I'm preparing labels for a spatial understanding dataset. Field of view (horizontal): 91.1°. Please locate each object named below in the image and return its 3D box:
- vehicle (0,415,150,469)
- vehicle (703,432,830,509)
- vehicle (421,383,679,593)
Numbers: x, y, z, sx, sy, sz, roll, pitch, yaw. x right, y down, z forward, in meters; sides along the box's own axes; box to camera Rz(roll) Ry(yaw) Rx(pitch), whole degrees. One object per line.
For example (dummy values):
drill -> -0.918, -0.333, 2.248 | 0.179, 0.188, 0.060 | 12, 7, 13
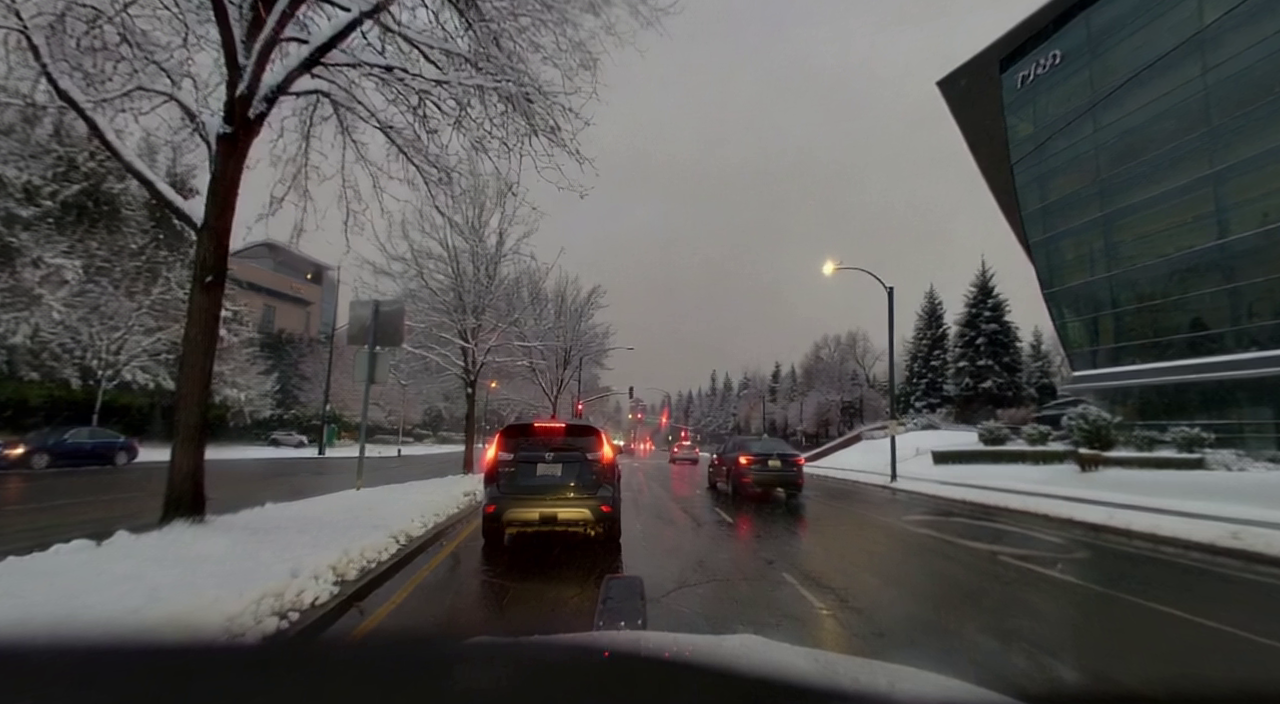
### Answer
vehicle -> -18.851, 2.949, 20.435 | 1.911, 1.542, 4.748 | 0, -8, 1
vehicle -> 3.368, 3.259, 17.817 | 2.301, 1.716, 4.856 | 4, -9, -3
vehicle -> -1.139, 1.559, 8.107 | 2.275, 1.819, 4.883 | 1, -9, -9
